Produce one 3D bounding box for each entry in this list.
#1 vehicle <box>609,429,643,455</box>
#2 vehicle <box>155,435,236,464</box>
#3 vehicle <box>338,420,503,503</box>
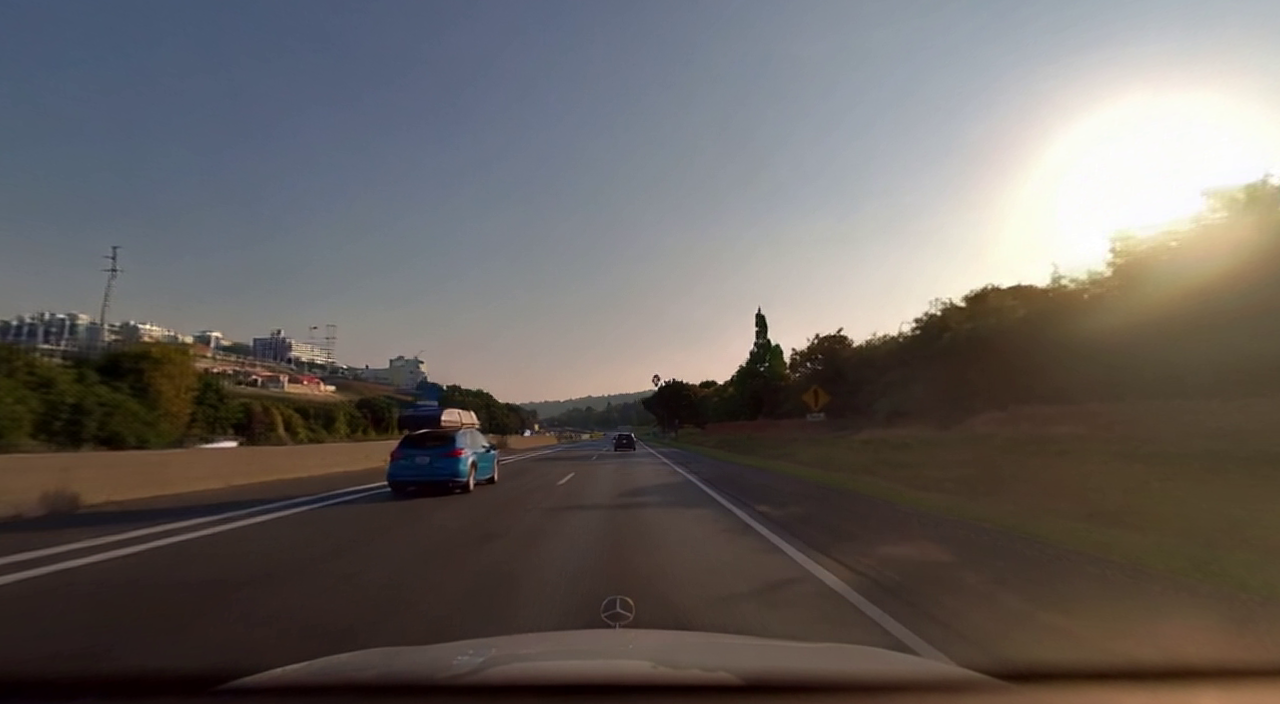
[{"bbox_3d":[-0.911,5.973,41.967,2.151,1.618,3.898,0,-8,-1],"label":"vehicle"},{"bbox_3d":[-27.782,6.094,39.554,1.914,1.678,4.212,0,-8,2],"label":"vehicle"},{"bbox_3d":[-4.780,2.435,14.602,2.189,1.580,4.607,0,-8,-1],"label":"vehicle"}]
